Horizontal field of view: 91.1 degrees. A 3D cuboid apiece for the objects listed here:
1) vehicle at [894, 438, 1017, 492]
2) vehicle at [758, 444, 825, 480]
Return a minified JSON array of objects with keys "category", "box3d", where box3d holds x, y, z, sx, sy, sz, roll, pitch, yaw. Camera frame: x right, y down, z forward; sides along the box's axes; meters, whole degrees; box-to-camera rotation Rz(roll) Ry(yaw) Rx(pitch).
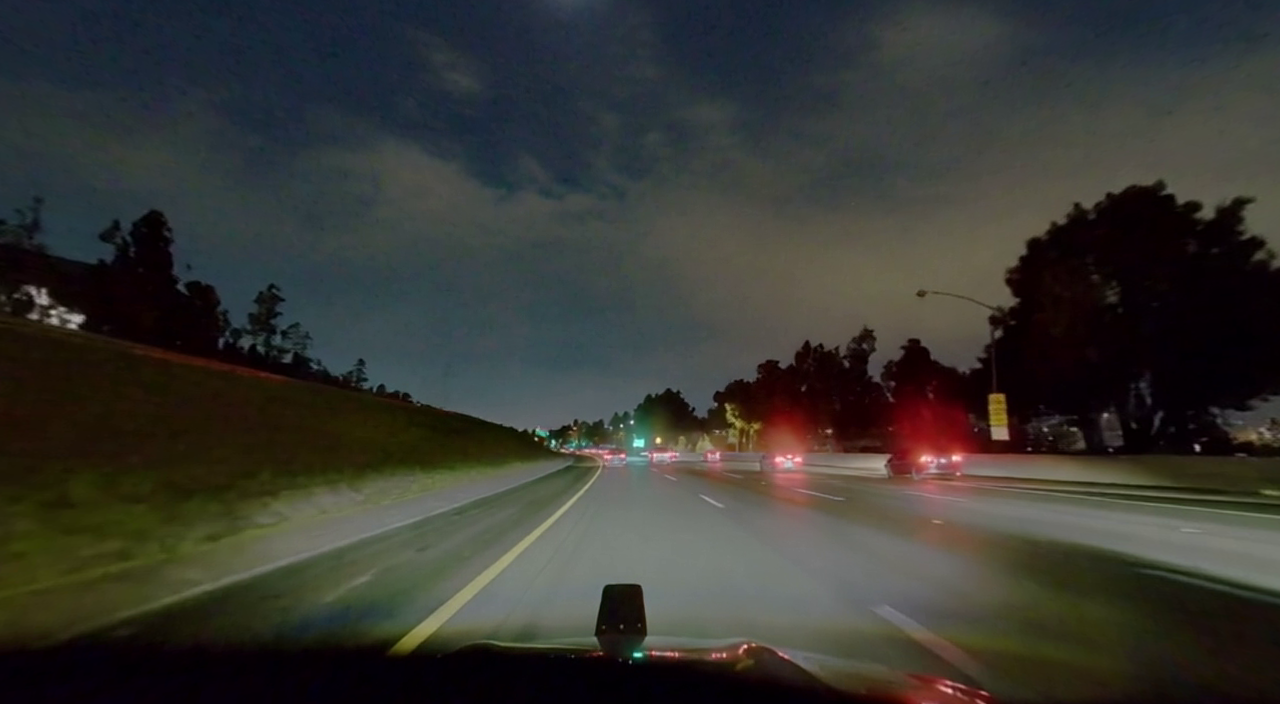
[{"category":"vehicle","box3d":[10.661,3.832,21.644,1.986,1.644,4.126,0,-8,-2]},{"category":"vehicle","box3d":[6.787,4.930,28.462,1.940,1.482,3.644,1,-8,-3]}]
